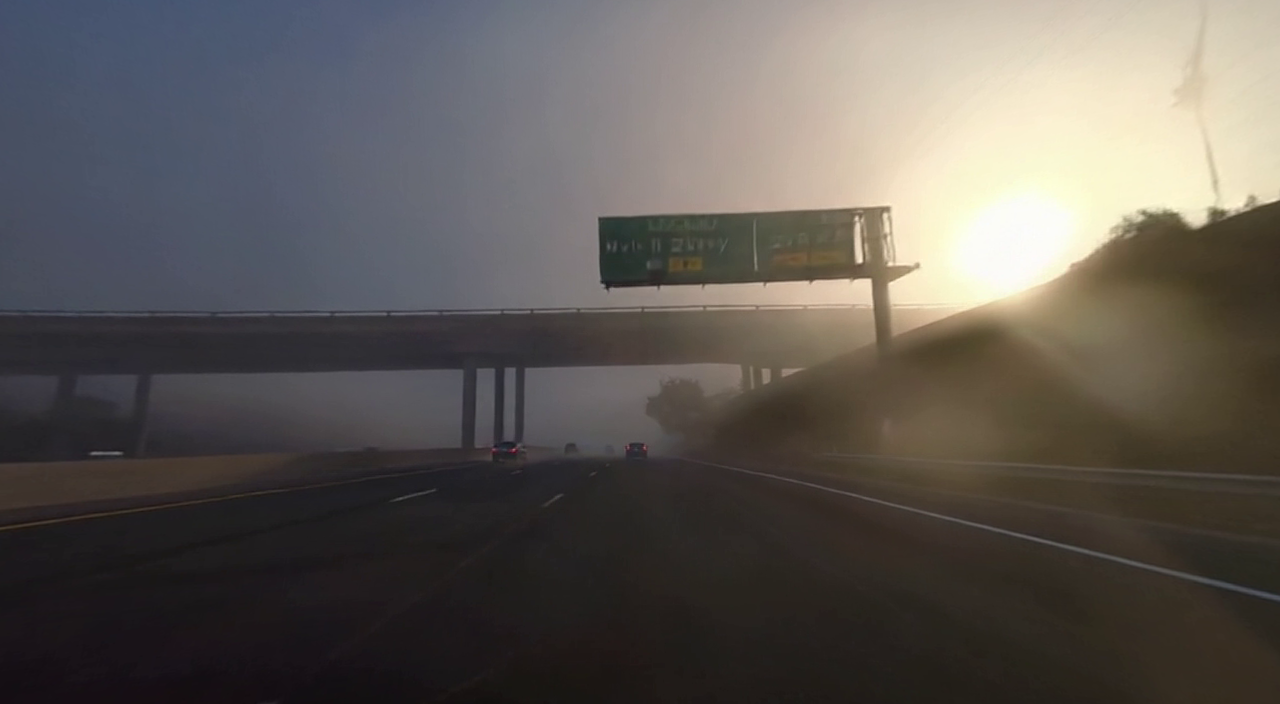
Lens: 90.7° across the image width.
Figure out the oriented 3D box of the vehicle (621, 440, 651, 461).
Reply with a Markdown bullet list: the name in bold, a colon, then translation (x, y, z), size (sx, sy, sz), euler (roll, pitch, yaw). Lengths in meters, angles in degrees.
- **vehicle**: translation (-0.316, 7.245, 46.737), size (2.086, 1.472, 4.168), euler (0, -8, -1)

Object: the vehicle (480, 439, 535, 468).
- **vehicle**: translation (-7.186, 5.555, 34.838), size (1.994, 1.487, 4.605), euler (0, -8, 0)
